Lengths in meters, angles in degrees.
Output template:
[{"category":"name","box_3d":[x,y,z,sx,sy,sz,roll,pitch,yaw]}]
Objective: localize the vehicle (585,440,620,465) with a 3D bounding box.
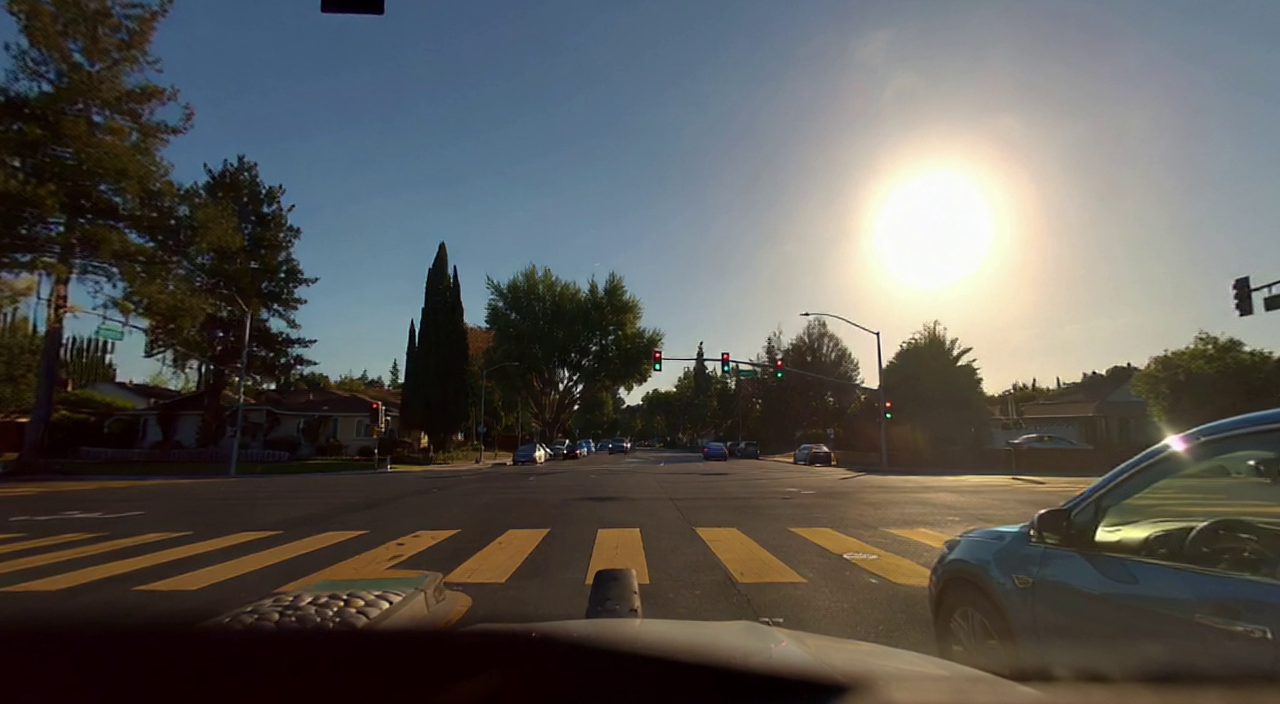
[{"category":"vehicle","box_3d":[-2.393,6.603,41.620,2.046,1.491,4.118,0,-9,0]}]

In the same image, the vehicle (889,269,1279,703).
[{"category":"vehicle","box_3d":[2.709,0.708,1.724,2.085,1.800,4.908,0,-9,1]}]

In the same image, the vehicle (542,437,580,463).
[{"category":"vehicle","box_3d":[-5.533,6.917,44.545,2.091,1.707,4.157,0,-9,1]}]

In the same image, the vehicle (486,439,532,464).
[{"category":"vehicle","box_3d":[-8.947,6.861,43.632,2.028,1.654,5.027,0,-9,1]}]

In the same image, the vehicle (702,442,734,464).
[{"category":"vehicle","box_3d":[5.842,7.475,46.976,2.104,1.518,4.999,-1,-9,10]}]
